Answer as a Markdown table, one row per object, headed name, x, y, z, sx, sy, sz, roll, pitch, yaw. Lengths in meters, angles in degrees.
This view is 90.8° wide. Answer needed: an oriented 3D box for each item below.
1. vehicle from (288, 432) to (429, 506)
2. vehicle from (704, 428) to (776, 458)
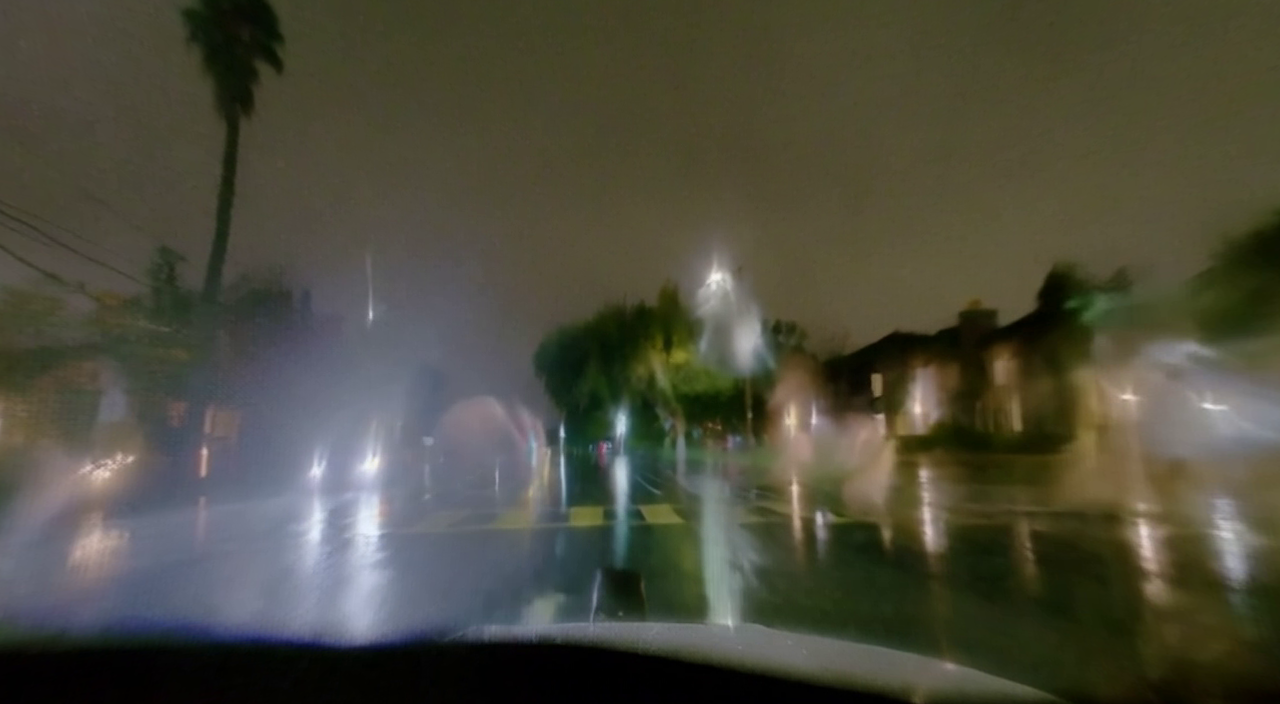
| name | x | y | z | sx | sy | sz | roll | pitch | yaw |
| --- | --- | --- | --- | --- | --- | --- | --- | --- | --- |
| vehicle | -7.888 | 3.284 | 18.348 | 2.247 | 1.801 | 4.672 | 0 | -8 | -5 |
| vehicle | 7.433 | 6.786 | 47.064 | 4.697 | 1.861 | 2.126 | 1 | -12 | -19 |
